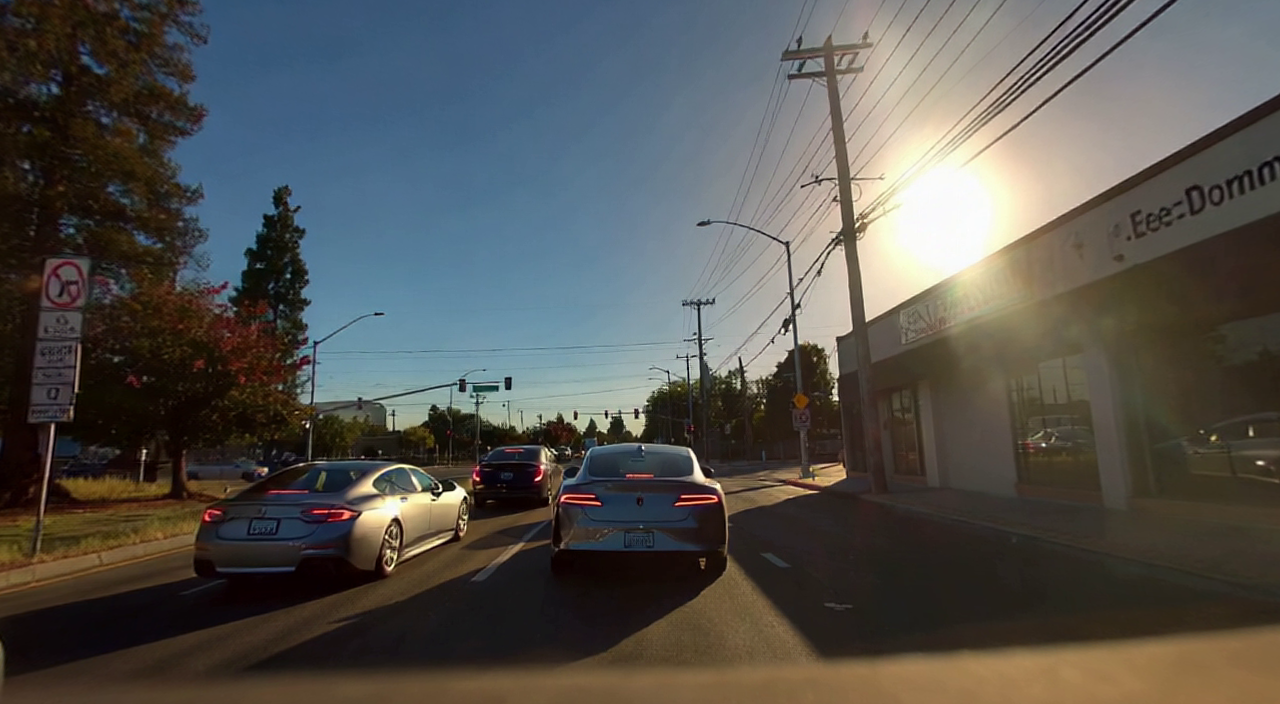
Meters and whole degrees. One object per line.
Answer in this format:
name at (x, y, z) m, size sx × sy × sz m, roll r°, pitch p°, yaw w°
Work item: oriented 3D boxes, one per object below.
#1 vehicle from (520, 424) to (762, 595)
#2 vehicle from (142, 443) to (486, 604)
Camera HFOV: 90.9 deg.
vehicle at (-0.001, 1.674, 7.540) m, size 2.101 × 1.469 × 3.955 m, roll 0°, pitch -9°, yaw 0°
vehicle at (-3.227, 1.737, 7.330) m, size 1.765 × 1.319 × 4.013 m, roll 0°, pitch -9°, yaw 2°
